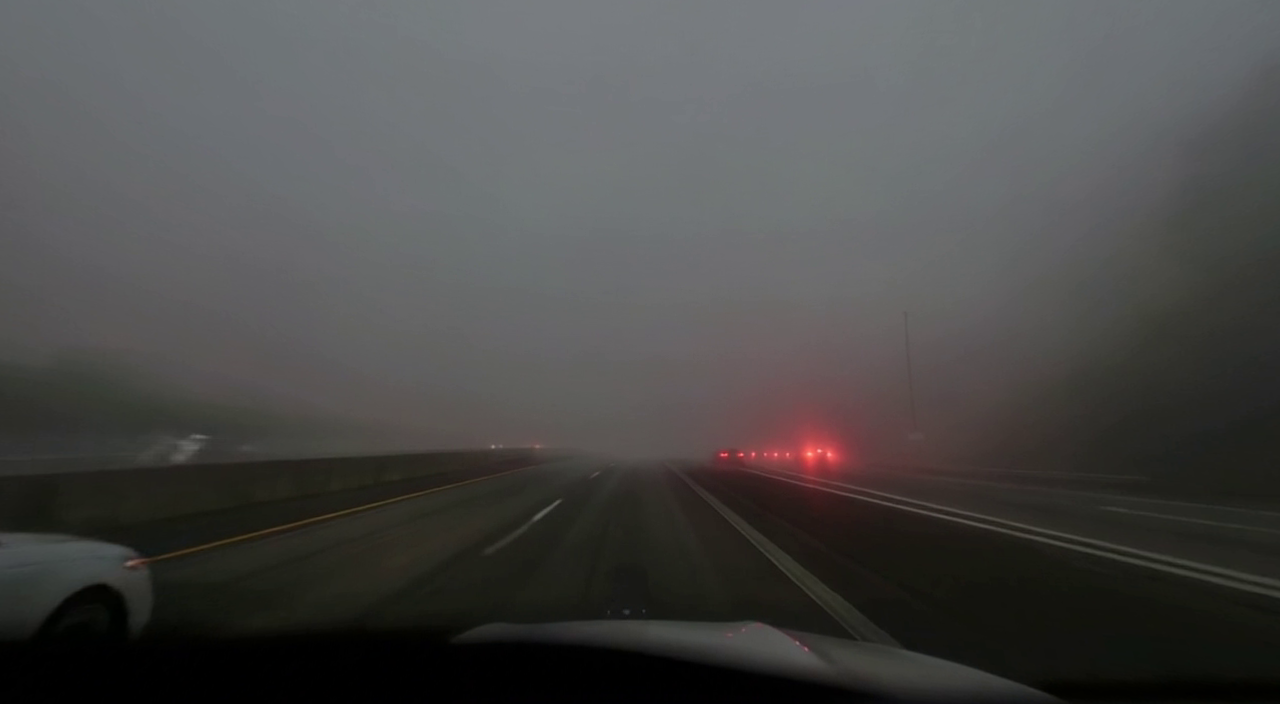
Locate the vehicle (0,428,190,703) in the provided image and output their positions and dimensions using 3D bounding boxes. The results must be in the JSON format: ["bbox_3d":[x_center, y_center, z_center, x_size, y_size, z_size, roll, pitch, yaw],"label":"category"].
[{"bbox_3d":[-3.853,0.969,1.925,1.968,1.504,3.892,0,-8,2],"label":"vehicle"}]
